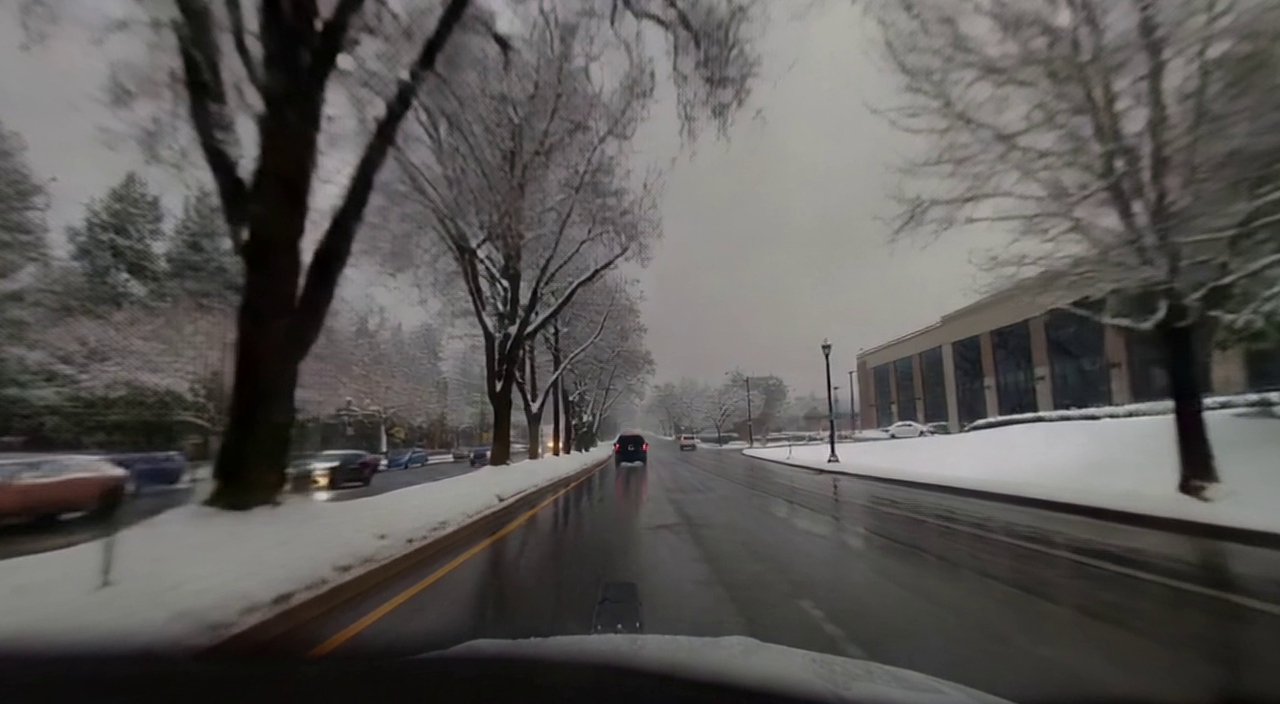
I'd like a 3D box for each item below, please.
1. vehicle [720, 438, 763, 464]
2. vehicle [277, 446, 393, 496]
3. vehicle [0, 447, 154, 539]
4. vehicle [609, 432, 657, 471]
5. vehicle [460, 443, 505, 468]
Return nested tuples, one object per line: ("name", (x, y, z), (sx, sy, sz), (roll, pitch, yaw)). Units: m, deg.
("vehicle", (7.390, 7.275, 46.494), (2.364, 1.781, 4.854), (0, -9, 0))
("vehicle", (-9.826, 3.820, 20.795), (1.950, 1.438, 4.343), (1, -9, -5))
("vehicle", (-11.223, 2.350, 10.737), (2.013, 1.460, 4.902), (0, -9, 0))
("vehicle", (-0.407, 5.406, 34.365), (2.411, 1.937, 5.186), (0, -9, -1))
("vehicle", (-11.152, 7.350, 44.995), (1.994, 1.678, 4.605), (0, -9, 0))
